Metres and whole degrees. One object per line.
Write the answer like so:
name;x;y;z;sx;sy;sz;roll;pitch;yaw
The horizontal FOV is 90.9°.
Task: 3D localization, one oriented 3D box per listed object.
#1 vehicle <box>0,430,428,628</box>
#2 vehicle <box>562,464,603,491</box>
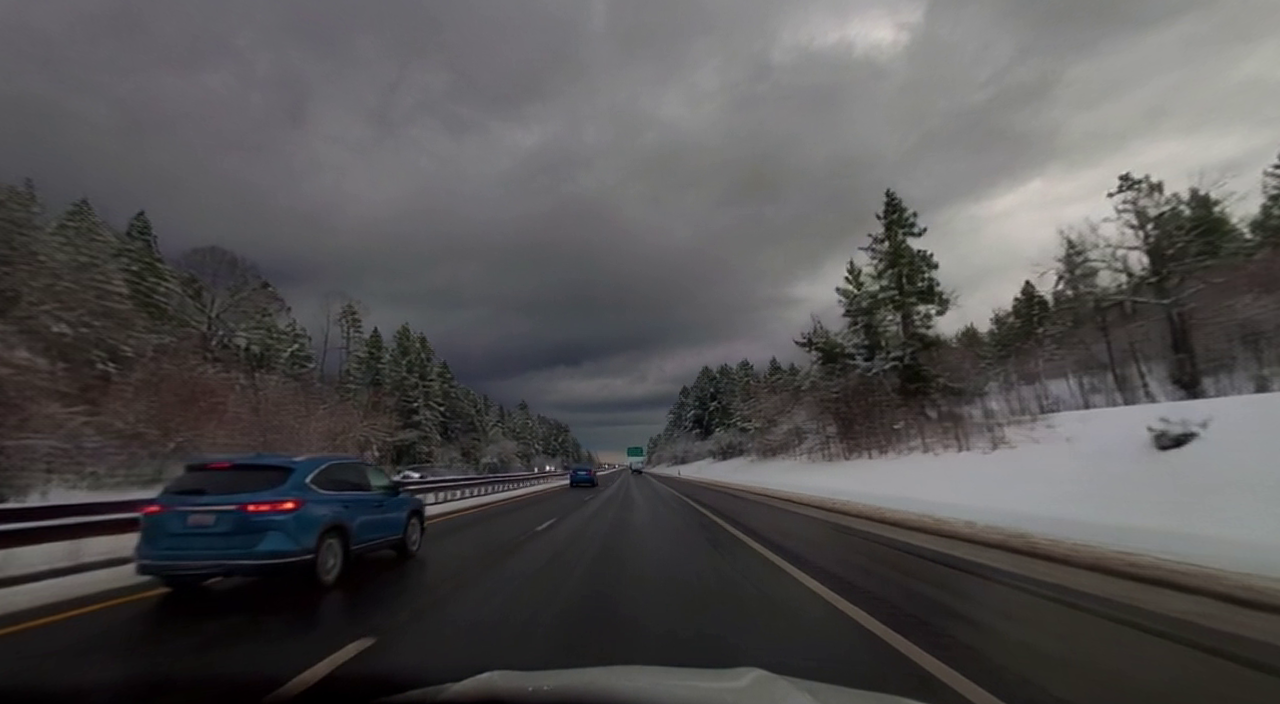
vehicle;-4.330;1.839;7.371;2.040;1.525;4.603;1;-11;1
vehicle;-3.480;7.755;38.990;2.006;1.516;4.820;1;-11;0
